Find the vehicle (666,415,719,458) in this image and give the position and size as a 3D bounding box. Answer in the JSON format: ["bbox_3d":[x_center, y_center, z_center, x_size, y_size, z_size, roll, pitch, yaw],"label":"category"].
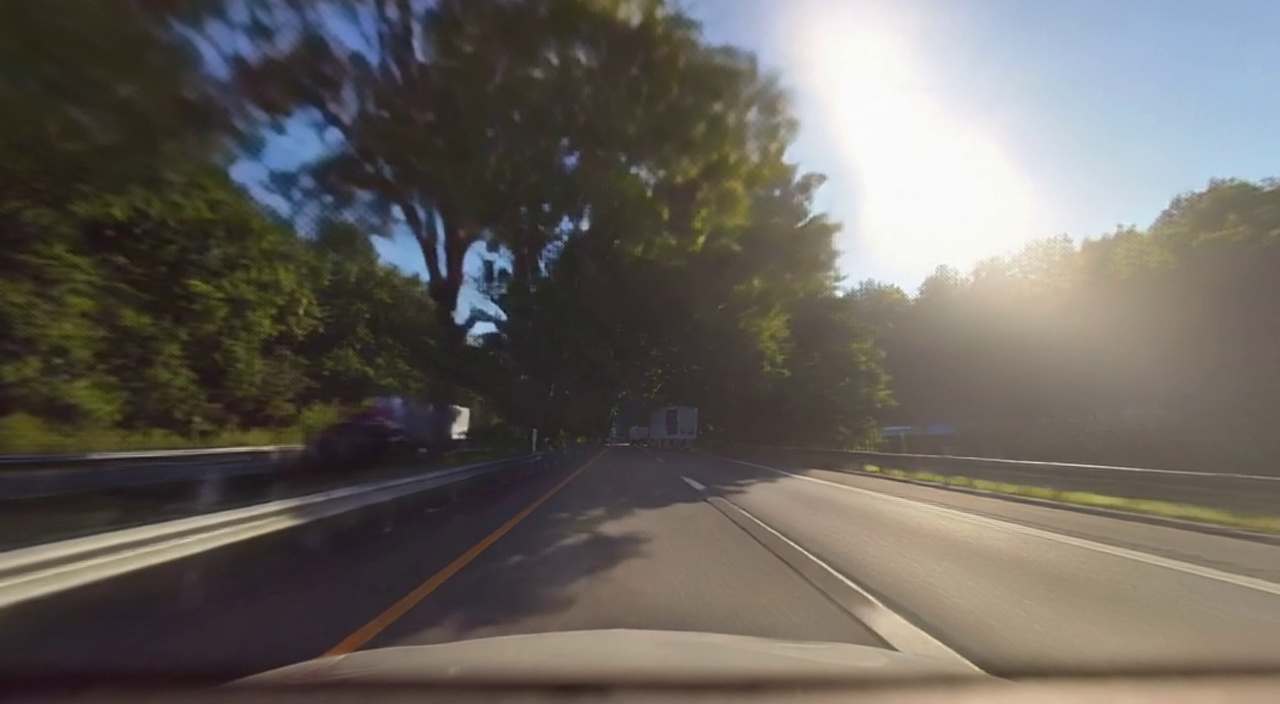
[{"bbox_3d":[3.444,5.737,42.812,2.741,2.716,6.323,0,-8,-2],"label":"vehicle"}]

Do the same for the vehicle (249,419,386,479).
[{"bbox_3d":[-8.810,2.672,17.634,1.870,1.467,3.808,0,-8,-1],"label":"vehicle"}]

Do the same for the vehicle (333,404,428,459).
[{"bbox_3d":[-13.457,4.230,33.329,2.406,2.624,6.487,0,-8,-2],"label":"vehicle"}]
